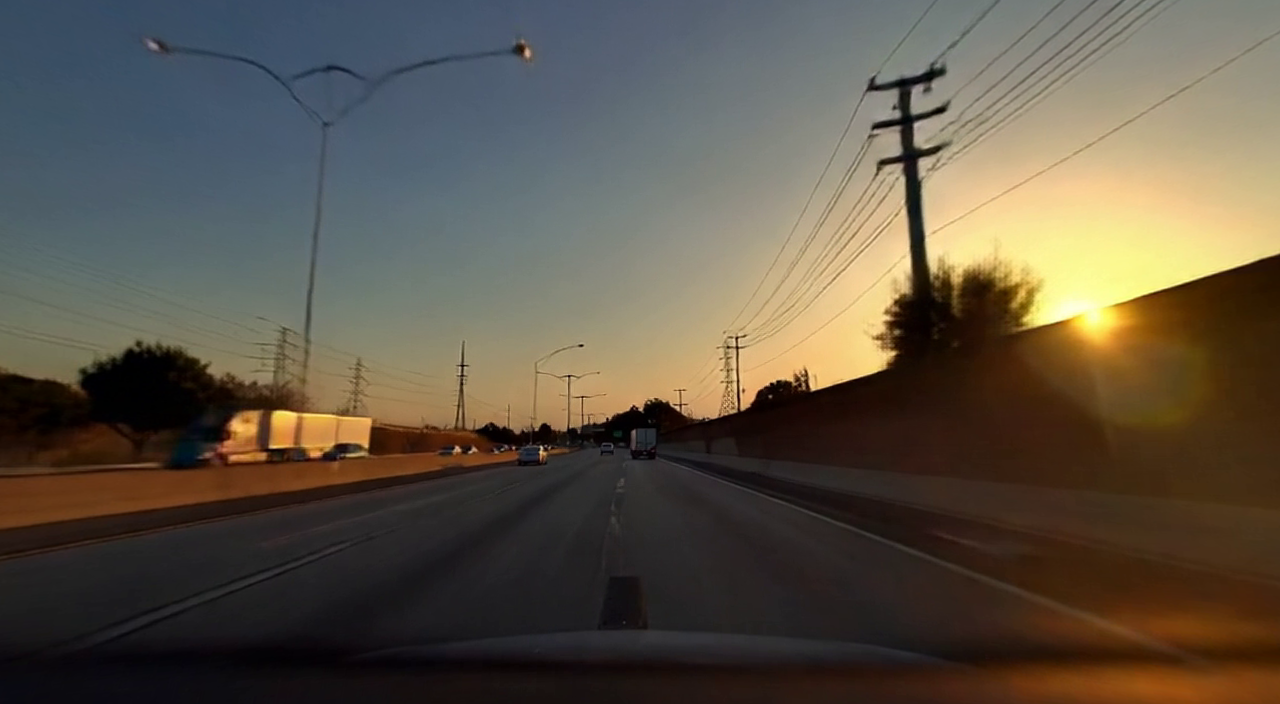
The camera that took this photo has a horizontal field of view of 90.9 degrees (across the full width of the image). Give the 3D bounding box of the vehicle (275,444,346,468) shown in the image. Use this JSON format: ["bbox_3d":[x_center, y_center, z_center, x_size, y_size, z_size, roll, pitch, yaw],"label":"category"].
[{"bbox_3d":[-21.722,6.849,41.836,2.134,1.490,4.854,0,-8,-1],"label":"vehicle"}]

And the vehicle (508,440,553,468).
[{"bbox_3d":[-6.813,6.379,39.574,2.064,1.642,4.389,0,-8,0],"label":"vehicle"}]

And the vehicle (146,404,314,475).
[{"bbox_3d":[-25.997,5.740,41.231,3.172,3.908,11.933,1,-8,-2],"label":"vehicle"}]
